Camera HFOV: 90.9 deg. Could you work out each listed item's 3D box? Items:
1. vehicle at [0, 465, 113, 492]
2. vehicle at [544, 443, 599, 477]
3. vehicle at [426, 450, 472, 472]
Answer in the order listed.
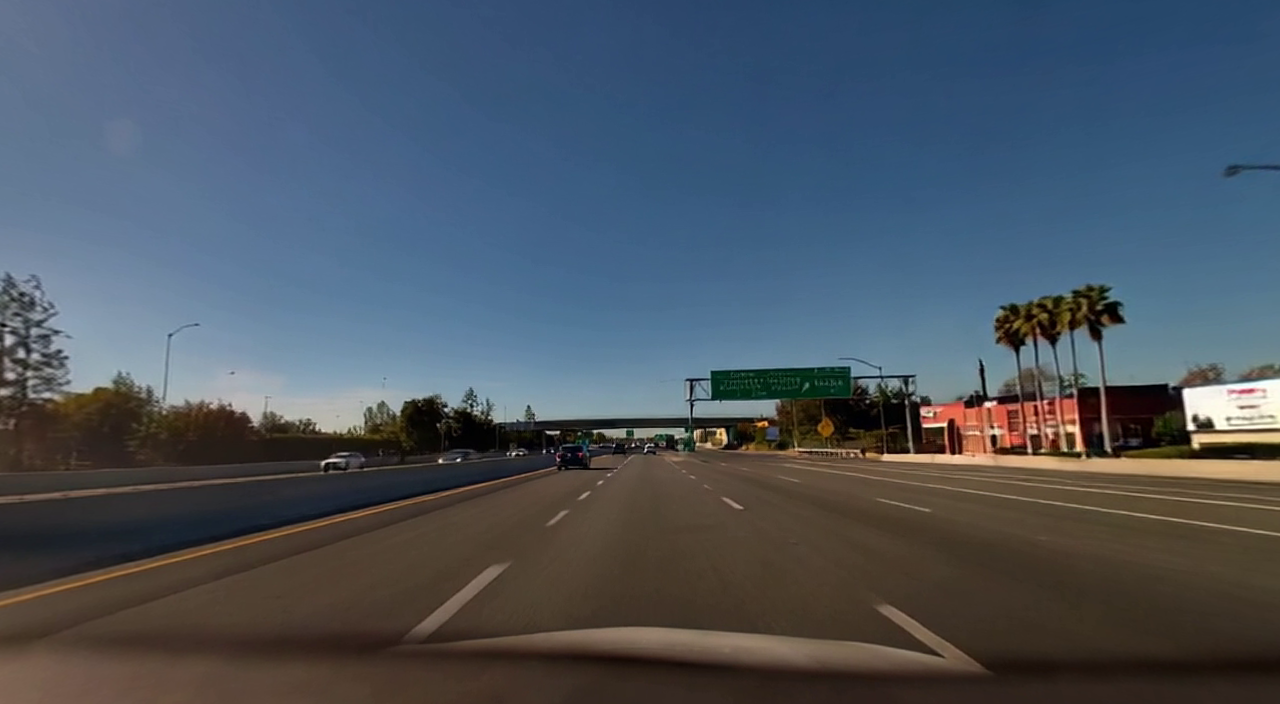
[{"bbox_3d":[-34.358,7.433,37.199,2.886,1.114,4.736,-3,-8,-7],"label":"vehicle"},{"bbox_3d":[-3.259,5.238,30.919,2.114,1.510,4.186,-1,-9,1],"label":"vehicle"},{"bbox_3d":[-13.946,7.929,46.255,1.940,1.494,4.362,-1,-9,1],"label":"vehicle"}]
